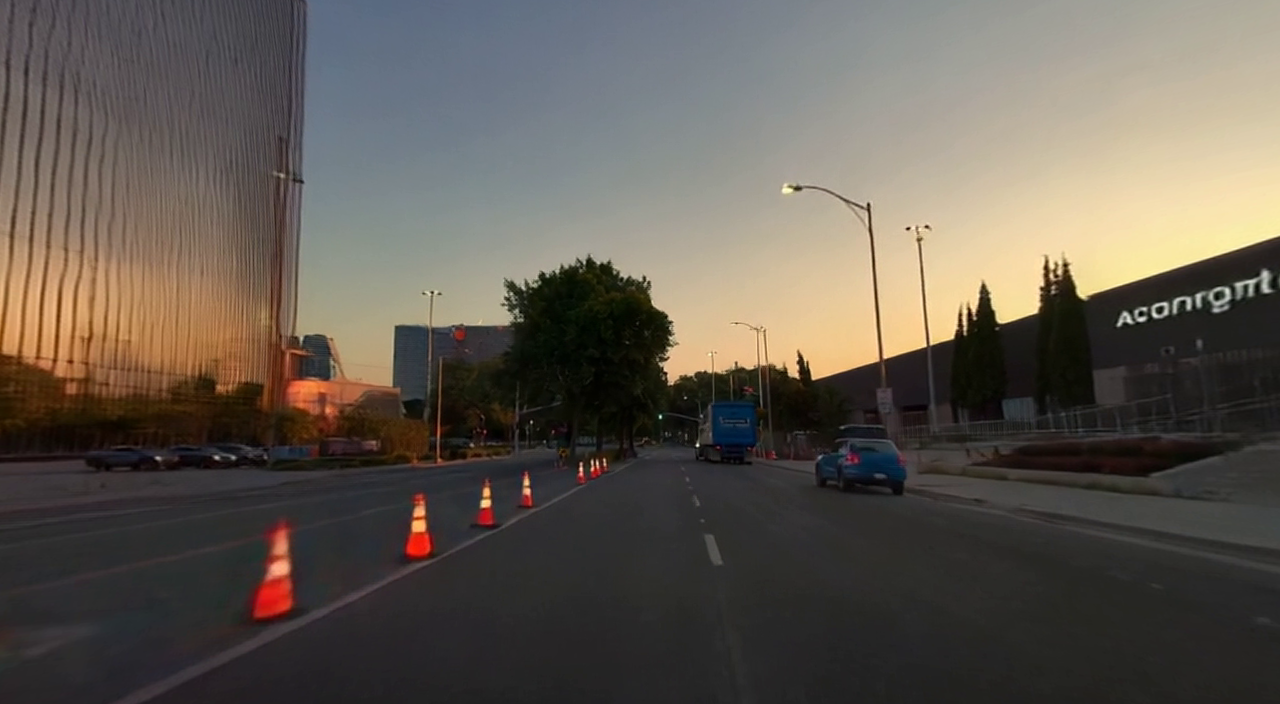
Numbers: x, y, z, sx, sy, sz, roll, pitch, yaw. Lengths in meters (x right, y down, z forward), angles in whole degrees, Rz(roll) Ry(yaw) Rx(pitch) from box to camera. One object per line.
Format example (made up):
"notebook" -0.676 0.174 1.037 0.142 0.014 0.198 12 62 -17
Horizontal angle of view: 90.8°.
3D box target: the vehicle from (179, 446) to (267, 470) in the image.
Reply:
"vehicle" -24.446 6.237 37.119 3.905 1.345 1.737 0 -8 -1

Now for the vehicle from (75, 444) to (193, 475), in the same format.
"vehicle" -25.278 5.379 31.679 4.237 1.490 1.901 0 -8 -2

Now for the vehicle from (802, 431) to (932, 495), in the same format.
"vehicle" 6.397 3.171 18.462 2.098 1.619 4.433 0 -8 -1

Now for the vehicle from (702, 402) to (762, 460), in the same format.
"vehicle" 6.739 6.105 47.864 3.176 3.913 9.805 0 -8 1
